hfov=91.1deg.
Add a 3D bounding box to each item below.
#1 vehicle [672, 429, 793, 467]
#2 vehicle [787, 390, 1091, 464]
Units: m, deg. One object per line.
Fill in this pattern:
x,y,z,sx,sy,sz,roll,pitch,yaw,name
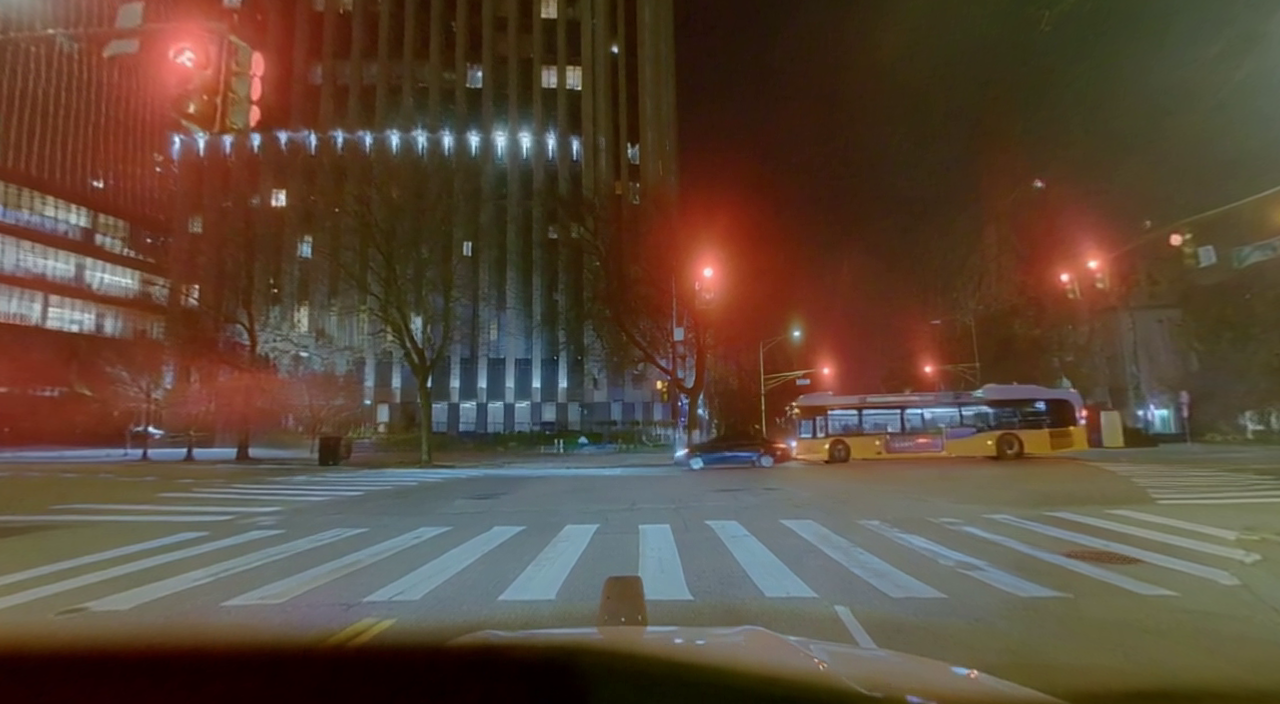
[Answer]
3.660,3.898,25.423,4.538,1.461,1.805,0,-9,-2,vehicle
13.816,3.613,29.812,12.822,3.296,3.033,0,-9,-1,vehicle
